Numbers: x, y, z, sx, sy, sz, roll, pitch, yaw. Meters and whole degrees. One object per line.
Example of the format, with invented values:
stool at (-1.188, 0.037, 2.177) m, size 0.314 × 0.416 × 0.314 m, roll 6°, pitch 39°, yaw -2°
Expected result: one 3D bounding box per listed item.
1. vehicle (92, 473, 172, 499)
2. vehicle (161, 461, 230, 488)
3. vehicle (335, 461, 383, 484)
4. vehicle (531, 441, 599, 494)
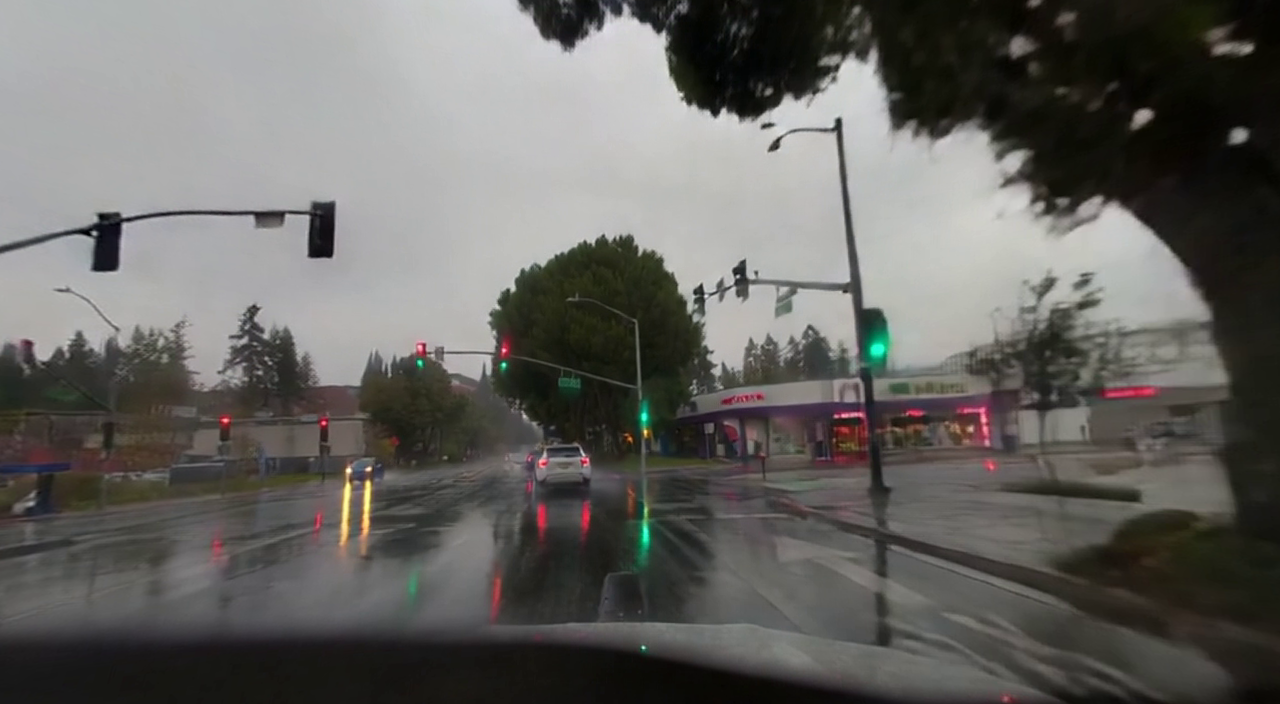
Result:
vehicle at (-33.751, 8.878, 42.135) m, size 2.004 × 1.479 × 4.230 m, roll 1°, pitch -9°, yaw -3°
vehicle at (-30.245, 8.325, 43.127) m, size 2.142 × 1.671 × 4.083 m, roll 2°, pitch -9°, yaw -9°
vehicle at (-20.558, 8.820, 46.363) m, size 1.873 × 1.483 × 4.657 m, roll 1°, pitch -9°, yaw -7°
vehicle at (-2.826, 4.196, 23.272) m, size 2.227 × 1.733 × 3.930 m, roll 2°, pitch -9°, yaw -9°
